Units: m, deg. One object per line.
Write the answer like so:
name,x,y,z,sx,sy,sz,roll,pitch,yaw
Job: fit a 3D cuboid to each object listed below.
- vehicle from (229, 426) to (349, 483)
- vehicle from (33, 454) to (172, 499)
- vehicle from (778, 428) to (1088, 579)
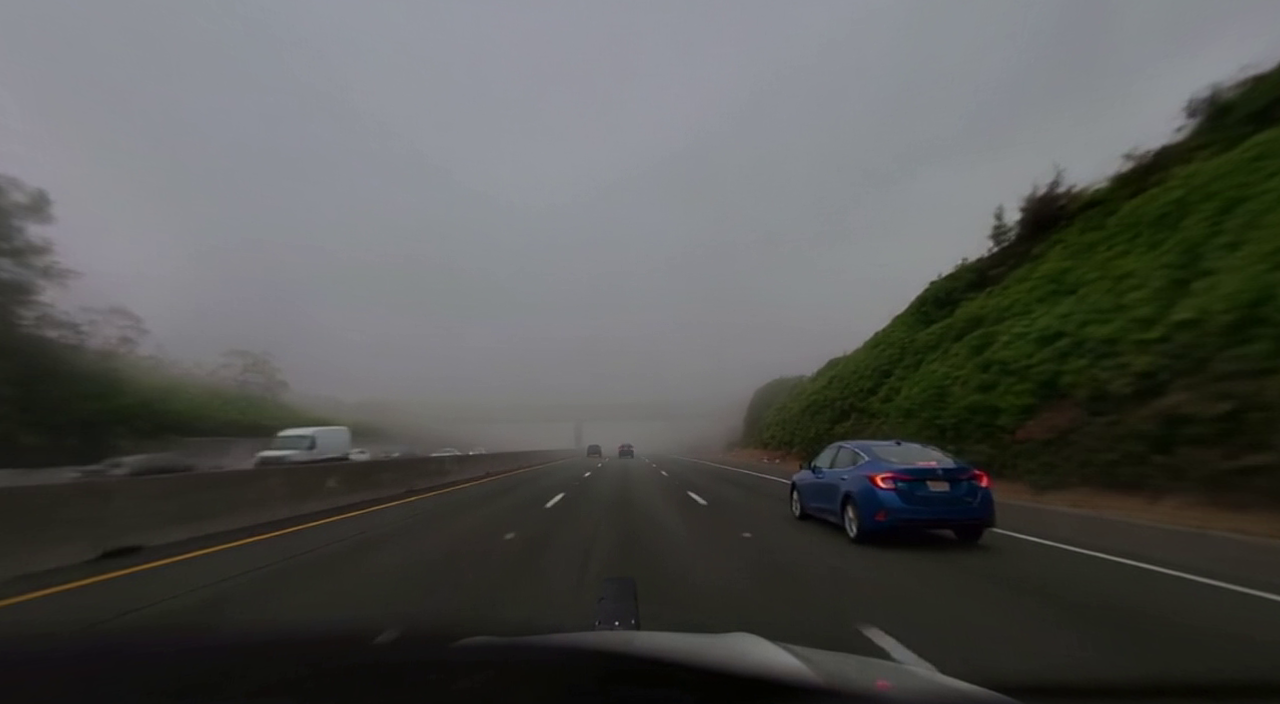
vehicle,-16.097,4.694,29.450,2.280,2.375,5.824,0,-8,-1
vehicle,-19.562,4.511,23.187,1.763,1.394,3.806,0,-8,-1
vehicle,3.454,1.824,8.561,2.079,1.515,4.196,0,-8,-2
